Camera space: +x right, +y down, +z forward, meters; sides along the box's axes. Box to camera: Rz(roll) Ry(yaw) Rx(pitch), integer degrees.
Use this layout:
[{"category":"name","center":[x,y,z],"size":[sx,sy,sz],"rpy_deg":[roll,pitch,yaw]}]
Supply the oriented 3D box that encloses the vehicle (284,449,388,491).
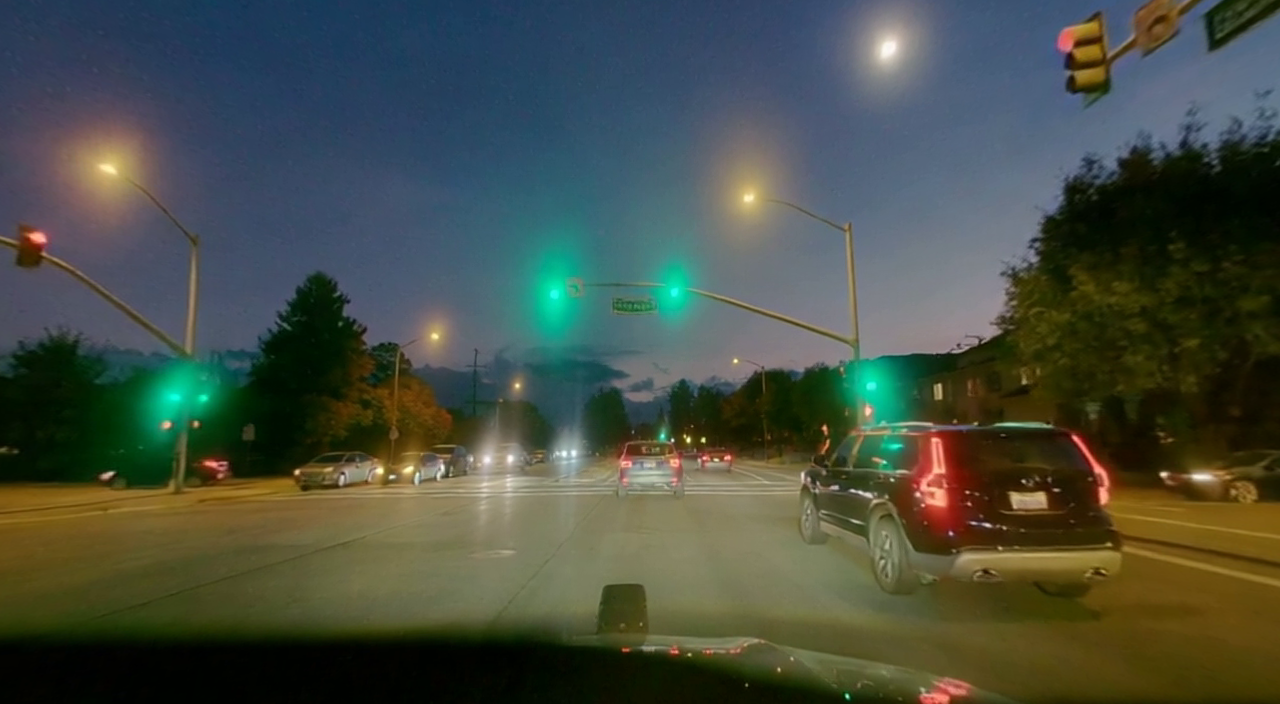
[{"category":"vehicle","center":[-12.102,4.707,25.478],"size":[1.959,1.450,4.487],"rpy_deg":[0,-8,1]}]

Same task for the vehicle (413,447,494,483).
[{"category":"vehicle","center":[-8.123,4.935,27.925],"size":[2.083,1.420,4.702],"rpy_deg":[0,-8,1]}]

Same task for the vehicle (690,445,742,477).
[{"category":"vehicle","center":[3.849,5.584,32.767],"size":[2.096,1.489,4.757],"rpy_deg":[0,-8,0]}]

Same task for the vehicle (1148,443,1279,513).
[{"category":"vehicle","center":[14.848,2.797,14.324],"size":[4.856,1.454,1.923],"rpy_deg":[0,-8,1]}]

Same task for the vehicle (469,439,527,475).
[{"category":"vehicle","center":[-8.218,6.086,36.903],"size":[2.182,1.939,4.889],"rpy_deg":[0,-8,1]}]

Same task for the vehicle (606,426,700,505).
[{"category":"vehicle","center":[0.301,2.959,16.955],"size":[2.185,1.822,4.391],"rpy_deg":[0,-8,0]}]

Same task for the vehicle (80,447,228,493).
[{"category":"vehicle","center":[-20.691,4.972,26.994],"size":[1.986,1.742,4.580],"rpy_deg":[-7,-11,40]}]

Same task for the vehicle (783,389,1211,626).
[{"category":"vehicle","center":[3.251,1.496,7.095],"size":[2.166,1.799,4.372],"rpy_deg":[0,-8,-1]}]
